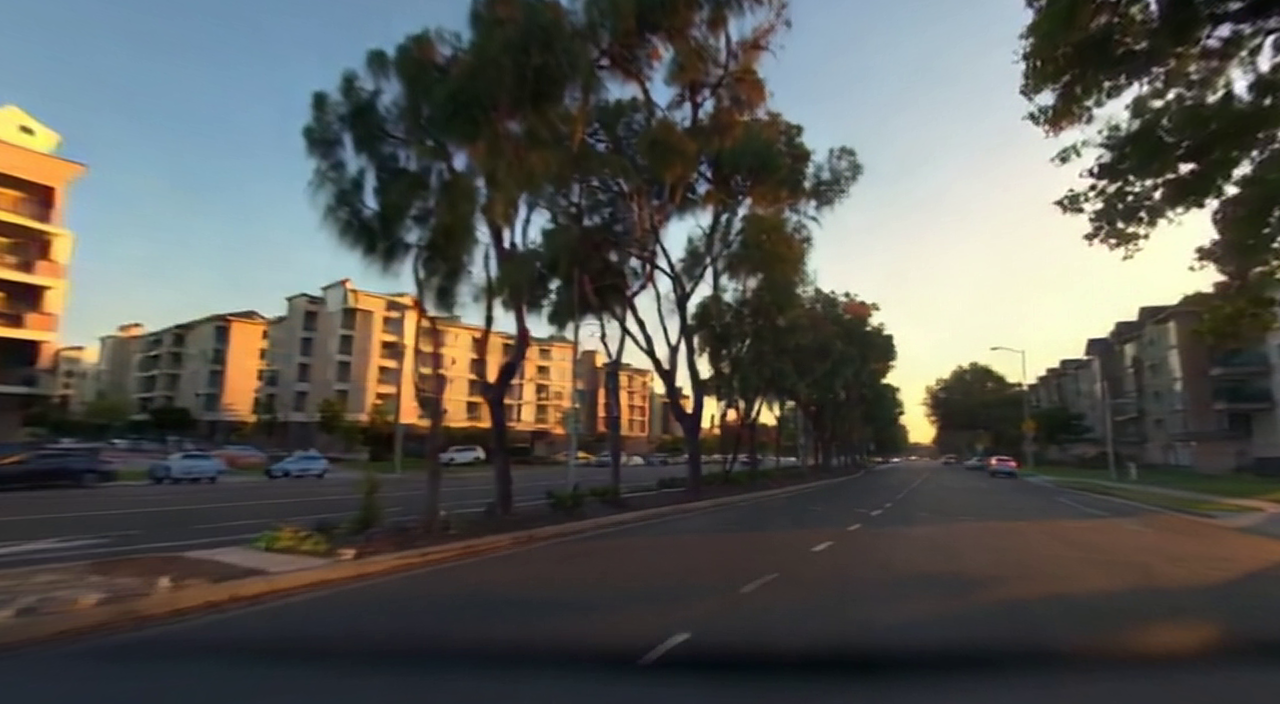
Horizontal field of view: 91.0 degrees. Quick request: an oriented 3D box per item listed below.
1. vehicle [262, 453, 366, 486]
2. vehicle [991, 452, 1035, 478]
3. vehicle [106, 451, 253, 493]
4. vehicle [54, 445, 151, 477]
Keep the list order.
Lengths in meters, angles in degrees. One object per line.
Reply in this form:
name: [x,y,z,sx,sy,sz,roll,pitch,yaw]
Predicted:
vehicle: [-16.396,5.890,31.894,1.816,1.496,4.384,-4,-10,25]
vehicle: [28.827,8.688,48.757,2.241,1.877,4.810,-4,-9,23]
vehicle: [-18.557,4.868,25.701,1.933,1.479,4.718,-4,-11,10]
vehicle: [-26.620,5.353,31.182,4.220,1.450,2.086,-4,-10,27]
